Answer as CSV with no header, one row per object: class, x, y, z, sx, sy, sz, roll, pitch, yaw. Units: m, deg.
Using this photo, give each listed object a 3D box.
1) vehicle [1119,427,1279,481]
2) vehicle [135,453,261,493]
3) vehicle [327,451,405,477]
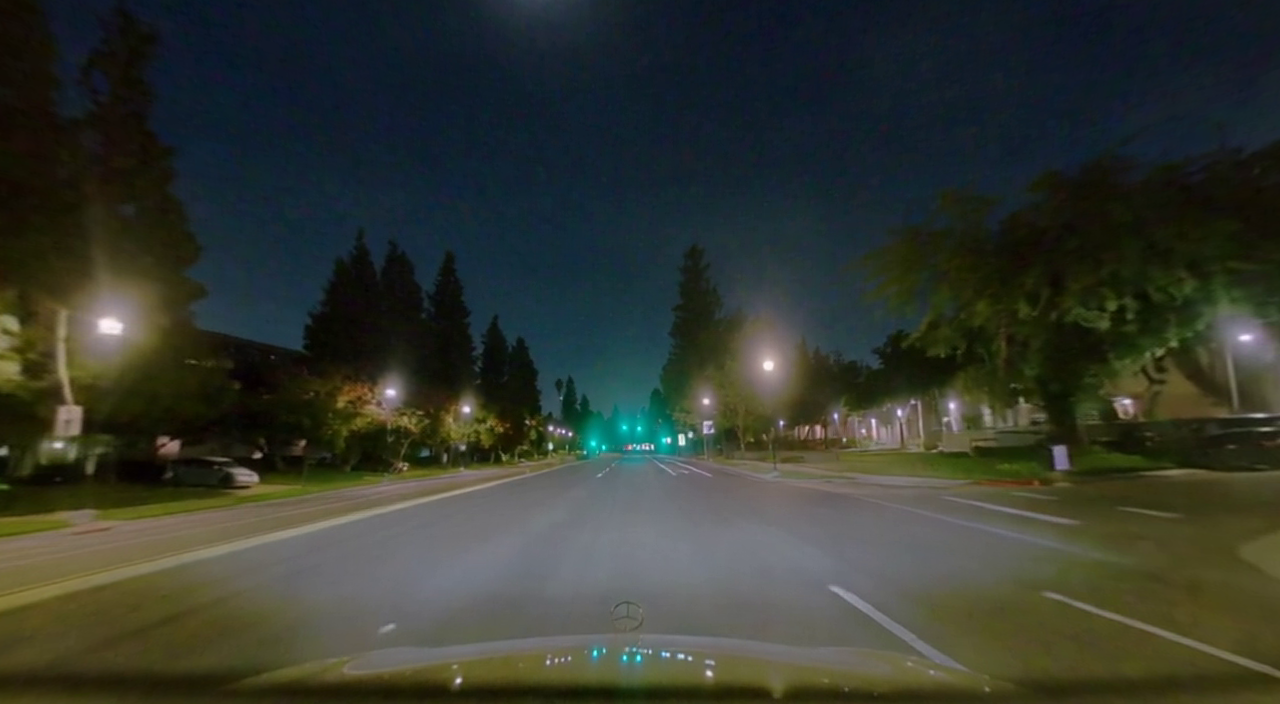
vehicle,19.533,3.400,21.243,5.172,1.468,1.964,-4,-11,-1
vehicle,-20.229,5.518,29.054,4.171,1.728,2.069,0,-9,1
vehicle,-20.390,8.340,47.118,4.761,1.812,2.206,0,-9,-1
